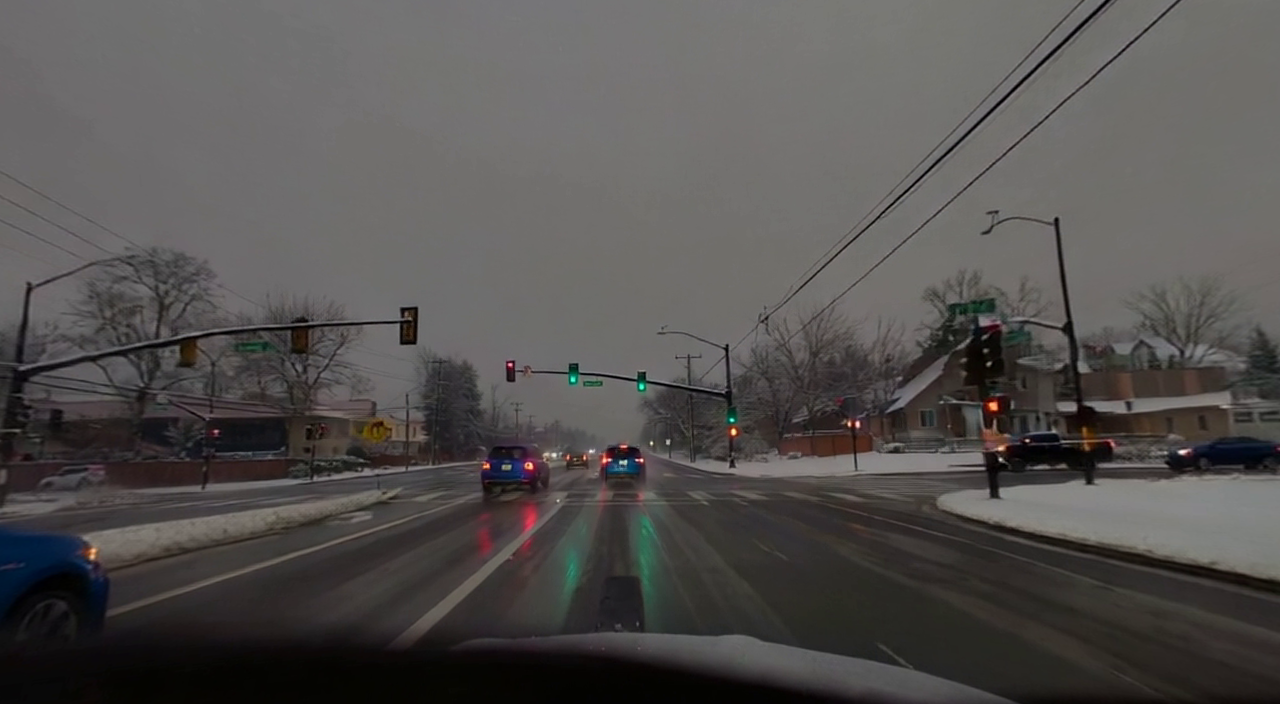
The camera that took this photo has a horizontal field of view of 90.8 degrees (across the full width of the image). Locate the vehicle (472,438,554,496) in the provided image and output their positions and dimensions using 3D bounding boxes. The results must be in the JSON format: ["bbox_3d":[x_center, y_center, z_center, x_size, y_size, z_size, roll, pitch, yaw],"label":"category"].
[{"bbox_3d":[-4.047,3.731,20.845,1.899,1.685,4.121,0,-9,-1],"label":"vehicle"}]

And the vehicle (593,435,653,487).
[{"bbox_3d":[-0.687,4.244,24.878,2.155,1.836,4.250,0,-9,-2],"label":"vehicle"}]

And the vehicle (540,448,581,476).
[{"bbox_3d":[-4.435,6.182,35.628,1.863,1.449,4.153,0,-9,-1],"label":"vehicle"}]

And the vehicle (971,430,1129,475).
[{"bbox_3d":[18.951,4.672,29.519,5.652,1.990,2.190,-2,-9,12],"label":"vehicle"}]

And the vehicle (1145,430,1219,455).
[{"bbox_3d":[32.391,5.424,37.871,1.754,1.414,3.590,-2,-9,11],"label":"vehicle"}]

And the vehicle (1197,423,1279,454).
[{"bbox_3d":[35.318,5.137,37.257,1.901,1.712,3.920,-3,-9,14],"label":"vehicle"}]

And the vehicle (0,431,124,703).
[{"bbox_3d":[-3.192,0.720,0.432,1.901,1.409,4.442,0,-9,0],"label":"vehicle"}]
